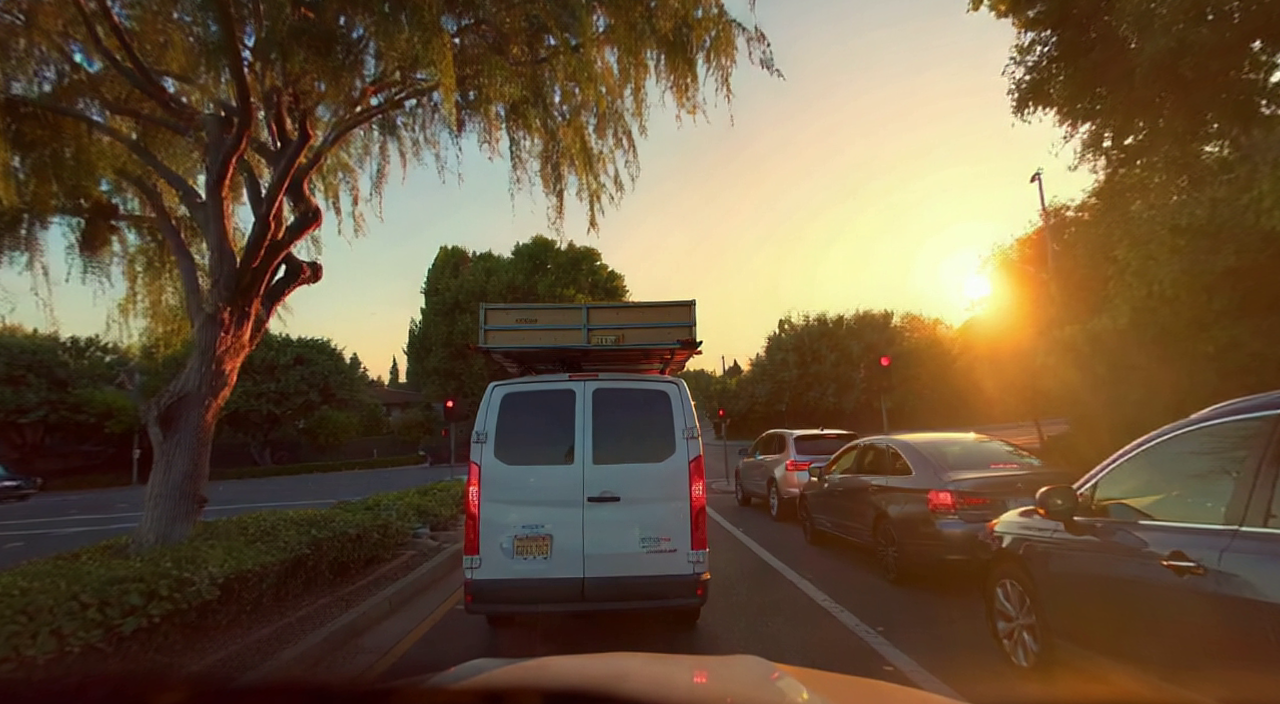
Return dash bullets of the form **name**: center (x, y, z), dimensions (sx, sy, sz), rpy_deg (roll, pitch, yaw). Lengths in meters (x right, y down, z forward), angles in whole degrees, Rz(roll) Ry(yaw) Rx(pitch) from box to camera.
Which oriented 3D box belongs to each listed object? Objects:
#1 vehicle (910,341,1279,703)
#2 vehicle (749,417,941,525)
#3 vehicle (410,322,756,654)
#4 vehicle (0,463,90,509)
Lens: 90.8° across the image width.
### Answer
- **vehicle**: center (3.452, 0.943, 3.415), dimensions (1.965, 1.671, 4.146), rpy_deg (0, -9, -3)
- **vehicle**: center (3.658, 2.215, 12.263), dimensions (2.024, 1.692, 4.252), rpy_deg (1, -9, -4)
- **vehicle**: center (-0.362, 1.154, 6.195), dimensions (2.145, 2.089, 4.309), rpy_deg (0, -9, 0)
- **vehicle**: center (-28.548, 5.994, 28.394), dimensions (5.241, 1.894, 2.257), rpy_deg (1, -9, -7)
